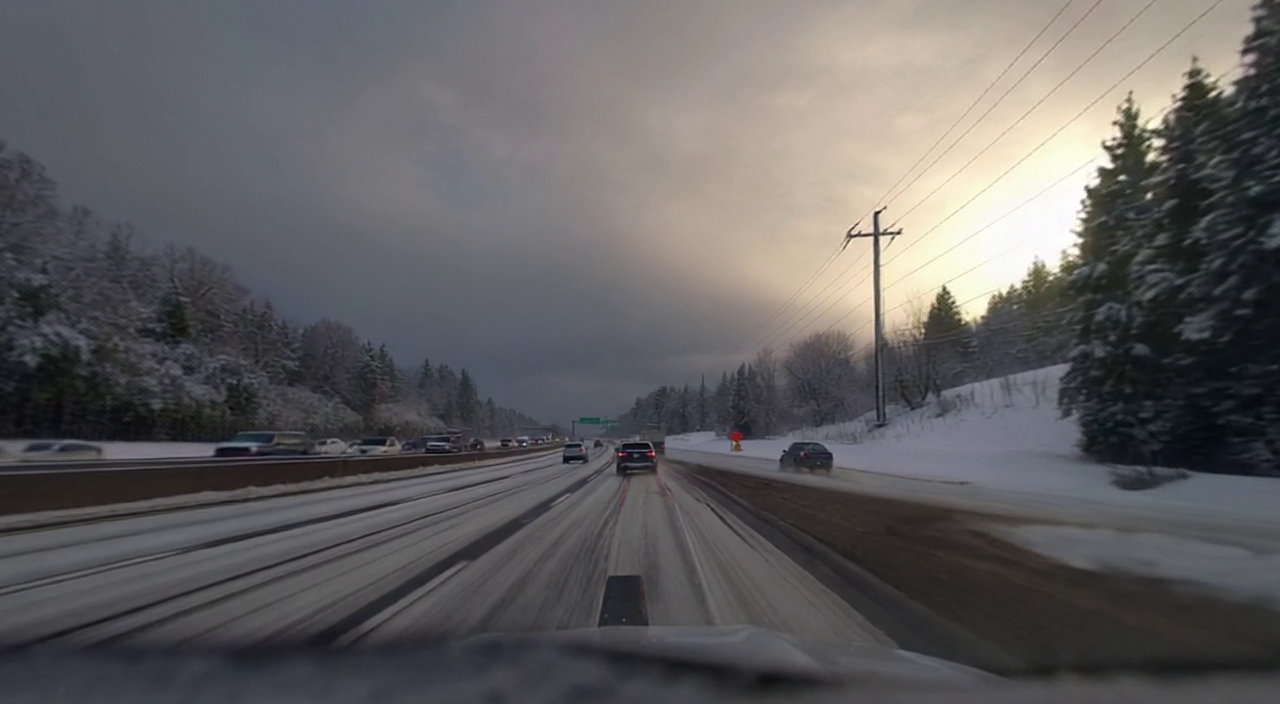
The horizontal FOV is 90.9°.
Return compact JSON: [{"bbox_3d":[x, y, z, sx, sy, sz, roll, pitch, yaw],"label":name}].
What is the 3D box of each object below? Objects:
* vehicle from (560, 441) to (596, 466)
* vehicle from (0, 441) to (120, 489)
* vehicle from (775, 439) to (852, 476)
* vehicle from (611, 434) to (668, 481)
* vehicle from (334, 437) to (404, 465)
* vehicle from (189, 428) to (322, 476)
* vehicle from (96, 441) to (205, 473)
[{"bbox_3d":[-4.273,7.042,43.976,2.130,1.685,4.341,0,-8,-1],"label":"vehicle"},{"bbox_3d":[-20.231,3.718,21.102,1.809,1.437,4.395,0,-8,1],"label":"vehicle"},{"bbox_3d":[8.633,5.284,31.883,2.099,1.720,4.829,1,-8,-5],"label":"vehicle"},{"bbox_3d":[-0.031,4.374,26.359,2.192,1.769,4.287,0,-8,0],"label":"vehicle"},{"bbox_3d":[-16.730,6.137,39.239,2.175,1.653,4.993,0,-8,-1],"label":"vehicle"},{"bbox_3d":[-16.193,4.267,27.056,2.228,1.808,5.608,0,-8,0],"label":"vehicle"},{"bbox_3d":[-23.953,5.129,31.094,1.829,1.448,4.421,0,-8,0],"label":"vehicle"}]
